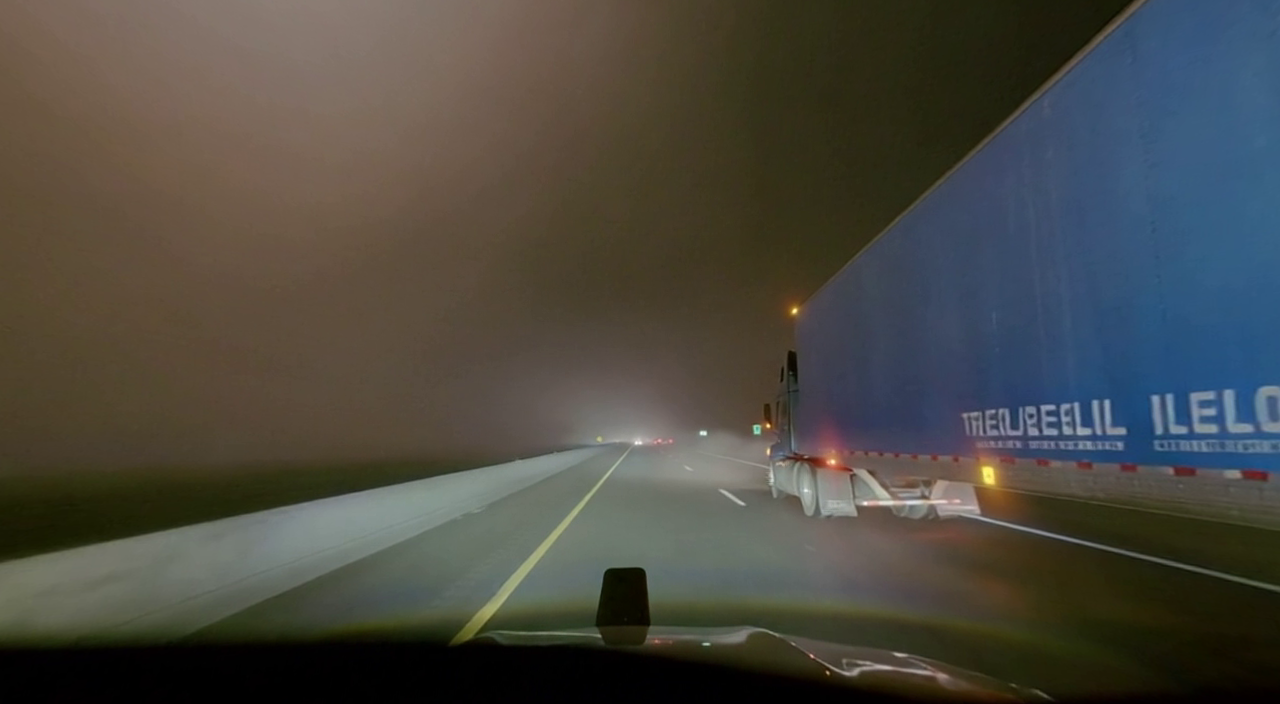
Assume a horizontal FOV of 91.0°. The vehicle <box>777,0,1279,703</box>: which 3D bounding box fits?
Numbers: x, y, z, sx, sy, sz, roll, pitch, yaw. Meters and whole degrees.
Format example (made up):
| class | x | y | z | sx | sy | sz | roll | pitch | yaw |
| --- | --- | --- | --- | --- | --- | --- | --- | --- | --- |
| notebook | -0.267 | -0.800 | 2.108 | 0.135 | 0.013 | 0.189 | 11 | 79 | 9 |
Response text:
| class | x | y | z | sx | sy | sz | roll | pitch | yaw |
| --- | --- | --- | --- | --- | --- | --- | --- | --- | --- |
| vehicle | 4.163 | 0.267 | 5.368 | 3.006 | 4.093 | 14.142 | 0 | -8 | 1 |
